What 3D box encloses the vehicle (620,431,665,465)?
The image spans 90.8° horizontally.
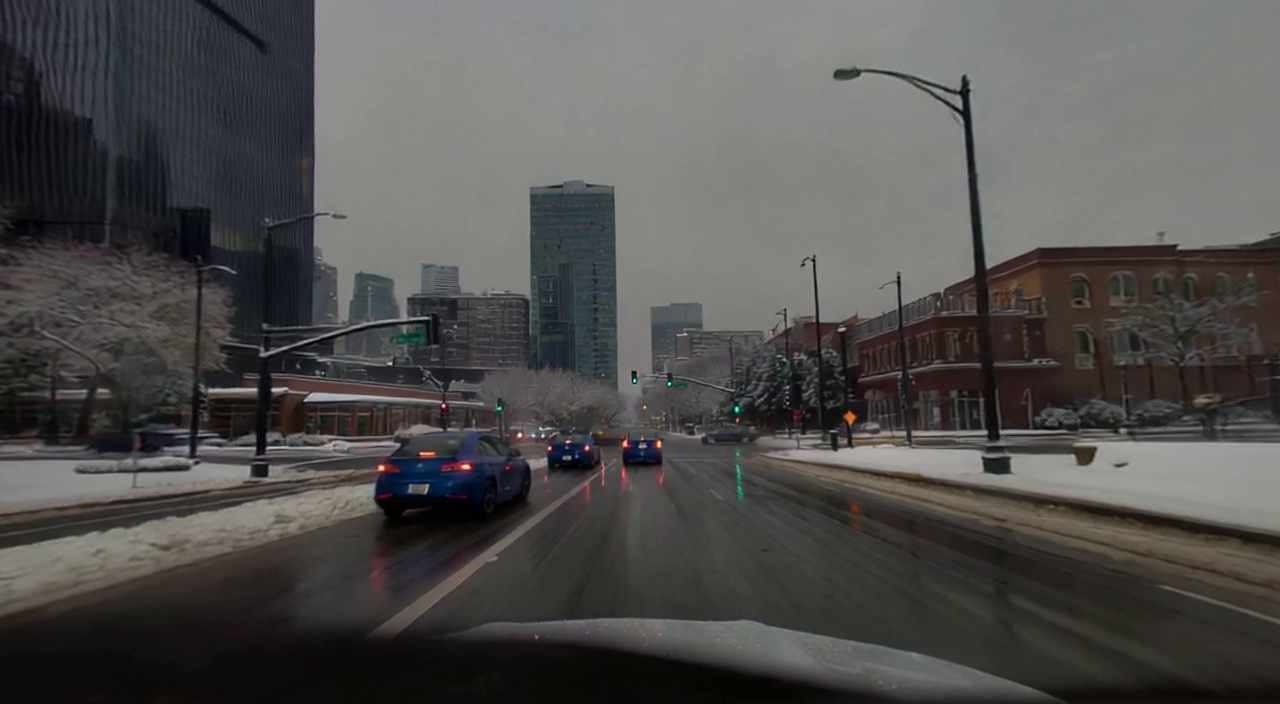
[{"bbox_3d":[0.128,4.563,30.244,2.016,1.478,3.795,0,-8,0],"label":"vehicle"}]

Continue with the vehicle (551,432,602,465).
[{"bbox_3d":[-3.066,4.747,31.329,1.995,1.479,4.627,0,-8,1],"label":"vehicle"}]
